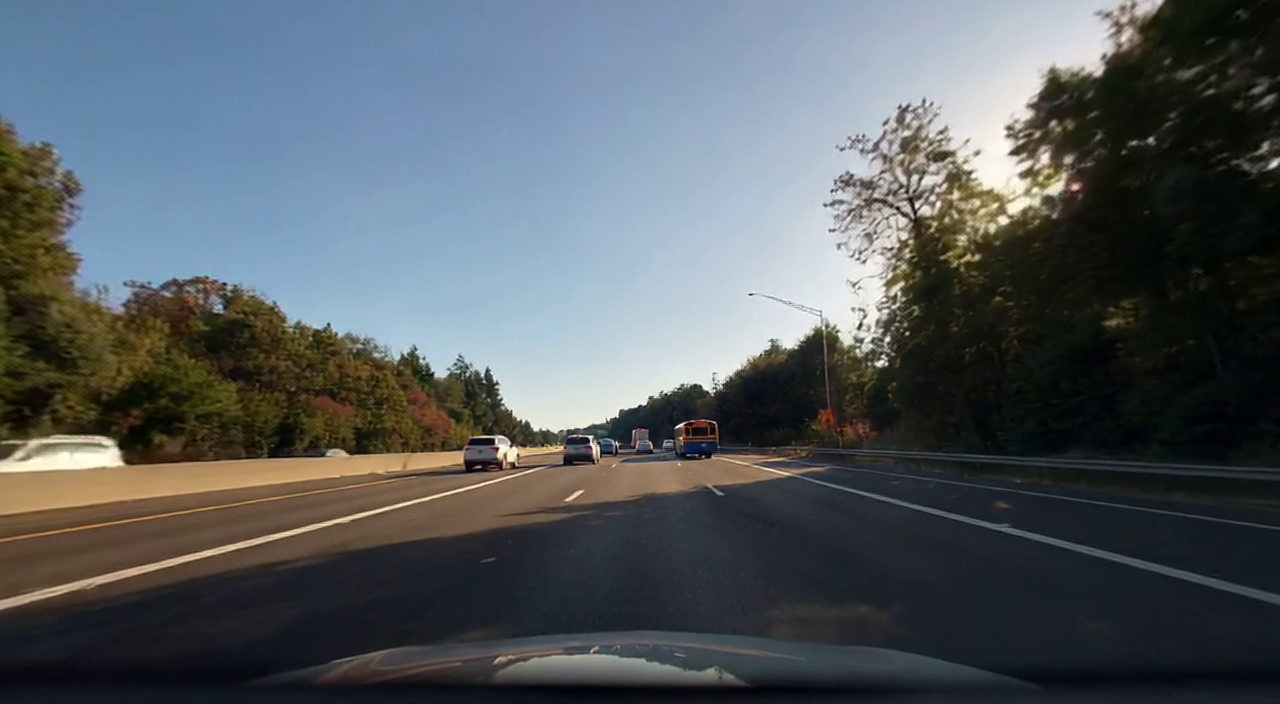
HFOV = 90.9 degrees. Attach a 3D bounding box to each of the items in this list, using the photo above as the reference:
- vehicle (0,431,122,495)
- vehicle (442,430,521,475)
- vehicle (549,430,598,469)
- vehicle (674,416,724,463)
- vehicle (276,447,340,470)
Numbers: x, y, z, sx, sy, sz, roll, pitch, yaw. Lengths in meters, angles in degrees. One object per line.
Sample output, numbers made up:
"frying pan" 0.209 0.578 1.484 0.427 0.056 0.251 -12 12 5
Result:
"vehicle" -18.890 3.256 18.676 2.484 1.728 5.420 0 -8 -1
"vehicle" -7.126 4.590 28.966 2.217 1.870 5.075 0 -8 1
"vehicle" -3.396 5.099 33.037 2.016 1.898 4.458 0 -8 1
"vehicle" 3.758 5.835 41.779 2.573 2.828 6.754 0 -8 0
"vehicle" -22.437 7.182 42.791 1.812 1.478 4.667 0 -8 0
